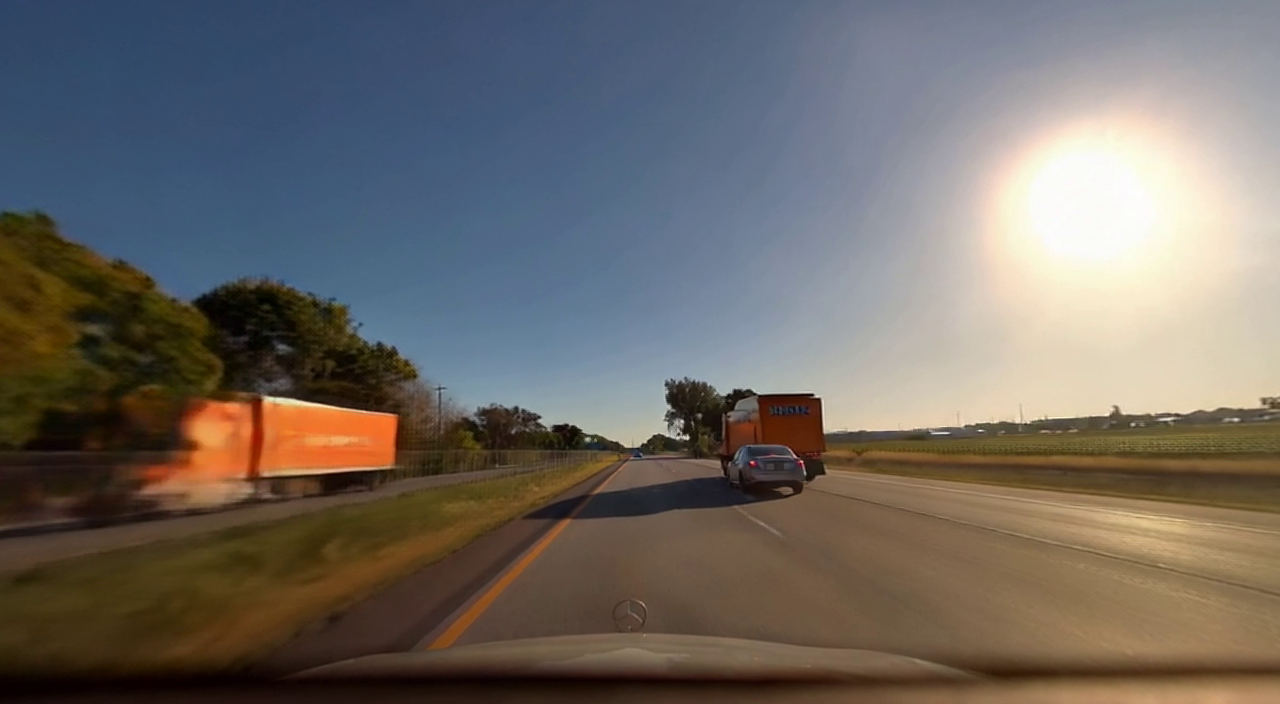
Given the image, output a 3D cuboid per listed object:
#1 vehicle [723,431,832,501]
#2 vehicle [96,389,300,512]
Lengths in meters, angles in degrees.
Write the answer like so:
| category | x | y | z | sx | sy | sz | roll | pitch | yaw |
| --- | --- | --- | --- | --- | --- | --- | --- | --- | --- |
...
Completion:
| category | x | y | z | sx | sy | sz | roll | pitch | yaw |
| --- | --- | --- | --- | --- | --- | --- | --- | --- | --- |
| vehicle | 3.805 | 3.249 | 18.283 | 2.093 | 1.742 | 4.167 | 0 | -9 | -1 |
| vehicle | -15.362 | 3.508 | 22.613 | 2.895 | 3.760 | 5.847 | 0 | -9 | 0 |
